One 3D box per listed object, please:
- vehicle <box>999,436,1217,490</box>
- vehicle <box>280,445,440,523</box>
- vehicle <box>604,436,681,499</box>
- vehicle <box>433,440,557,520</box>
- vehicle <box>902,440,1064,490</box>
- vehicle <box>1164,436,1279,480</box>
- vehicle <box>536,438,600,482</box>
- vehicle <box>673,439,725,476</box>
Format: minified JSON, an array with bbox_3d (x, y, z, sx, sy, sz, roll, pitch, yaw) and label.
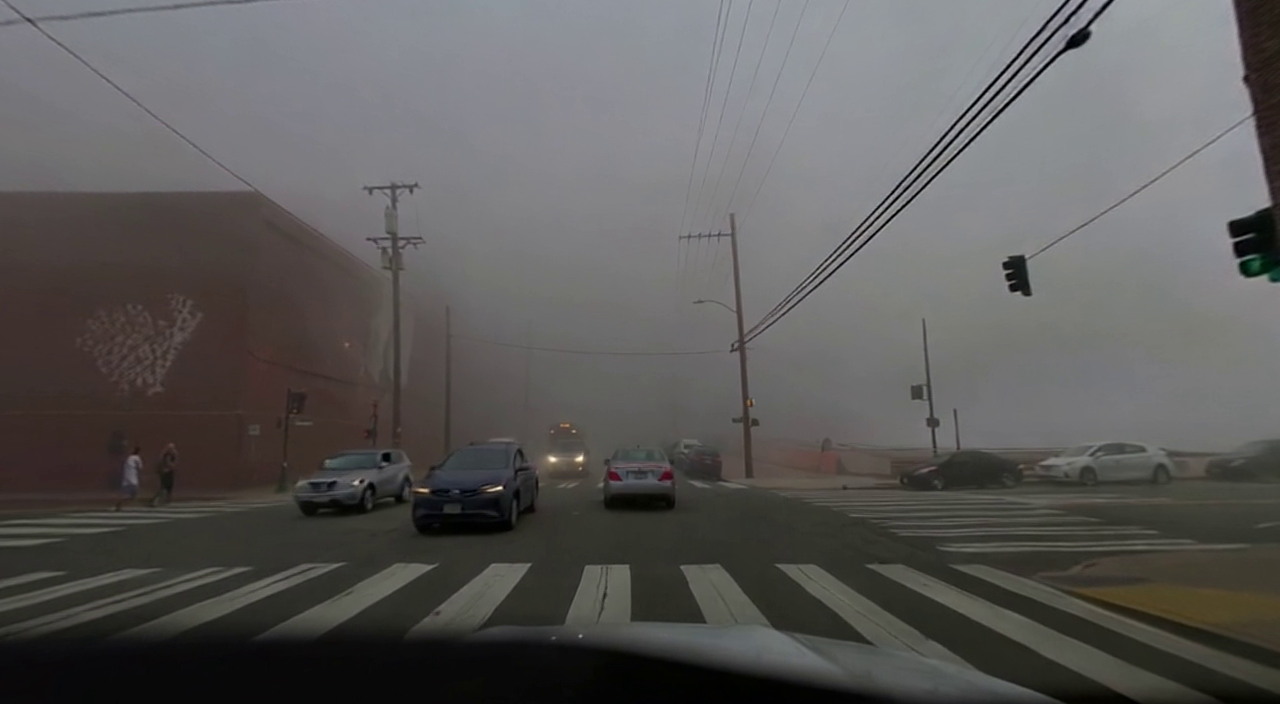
[{"bbox_3d":[14.247,3.399,19.484,5.045,1.527,2.107,0,-9,-1],"label":"vehicle"},{"bbox_3d":[-7.062,3.350,16.707,1.892,1.706,5.224,0,-9,-1],"label":"vehicle"},{"bbox_3d":[0.038,3.623,20.106,2.190,1.783,4.048,0,-9,-1],"label":"vehicle"},{"bbox_3d":[-3.349,3.037,15.451,2.055,1.660,3.954,0,-9,0],"label":"vehicle"},{"bbox_3d":[12.136,4.021,22.599,4.576,1.650,1.980,-1,-9,2],"label":"vehicle"},{"bbox_3d":[23.067,4.034,24.158,4.284,1.551,1.909,0,-9,-1],"label":"vehicle"},{"bbox_3d":[-3.449,5.376,31.693,2.474,1.926,5.823,0,-9,1],"label":"vehicle"},{"bbox_3d":[2.987,5.486,32.840,2.171,1.751,4.373,0,-10,-1],"label":"vehicle"}]
